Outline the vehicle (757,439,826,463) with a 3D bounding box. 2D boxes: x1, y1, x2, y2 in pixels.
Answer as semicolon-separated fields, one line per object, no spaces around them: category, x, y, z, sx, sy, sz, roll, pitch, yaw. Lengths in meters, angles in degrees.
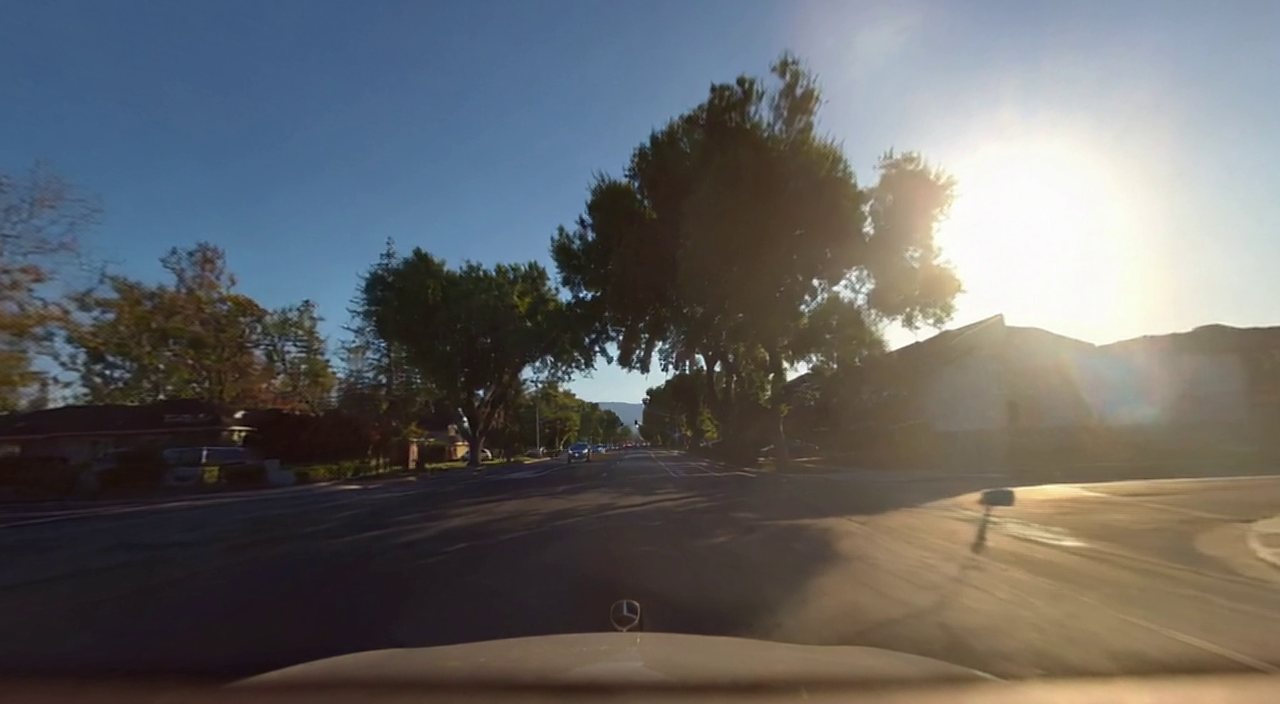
vehicle;11.702;7.714;49.071;4.782;1.494;1.963;-4;-9;0
